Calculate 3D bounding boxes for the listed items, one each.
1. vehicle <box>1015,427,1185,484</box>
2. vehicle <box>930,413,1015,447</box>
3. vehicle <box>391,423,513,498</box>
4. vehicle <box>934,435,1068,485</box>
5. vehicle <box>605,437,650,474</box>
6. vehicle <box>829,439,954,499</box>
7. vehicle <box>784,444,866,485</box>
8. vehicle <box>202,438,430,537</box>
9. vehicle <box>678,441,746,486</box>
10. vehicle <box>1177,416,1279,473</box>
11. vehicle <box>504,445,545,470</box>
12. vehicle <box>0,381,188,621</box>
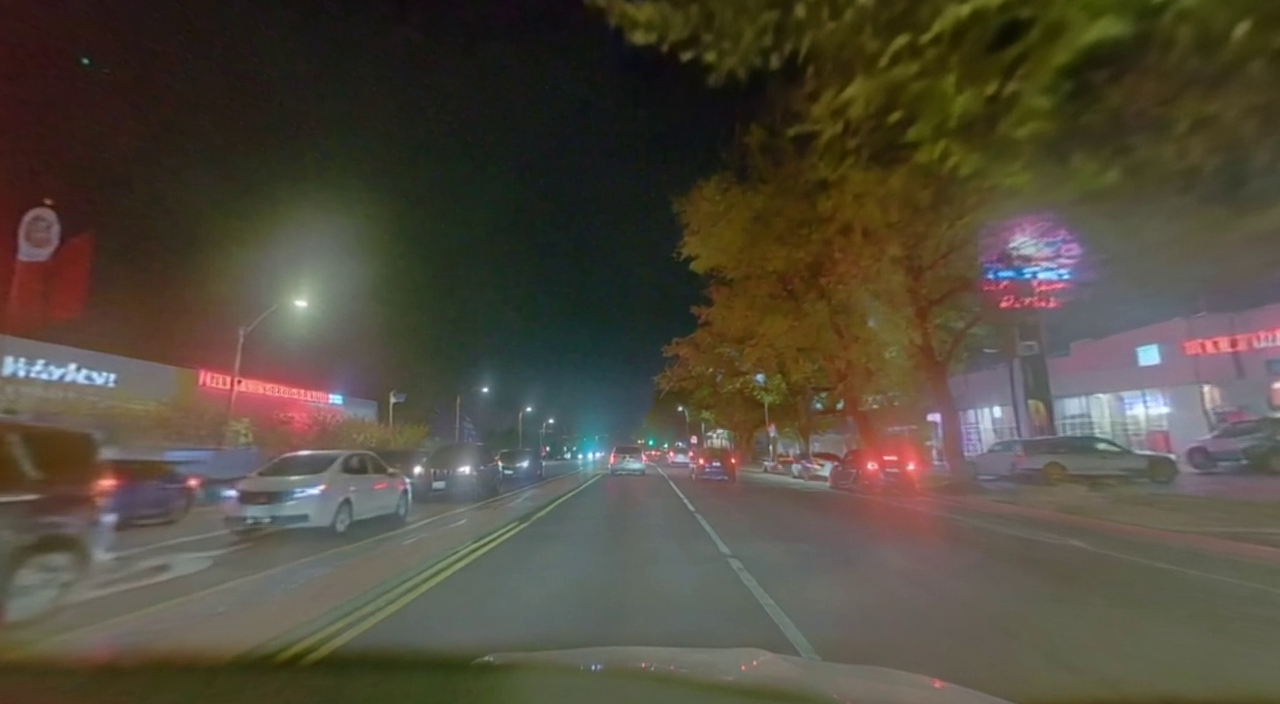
[{"bbox_3d":[15.442,3.504,21.626,2.007,1.642,5.001,-2,-8,-1],"label":"vehicle"},{"bbox_3d":[15.752,3.804,30.152,1.793,1.505,4.557,-1,-9,3],"label":"vehicle"},{"bbox_3d":[-5.580,3.269,19.563,2.240,1.945,5.114,-1,-8,0],"label":"vehicle"},{"bbox_3d":[12.312,3.700,21.919,2.058,1.493,4.612,-2,-8,3],"label":"vehicle"},{"bbox_3d":[-0.631,5.628,34.382,2.301,1.837,4.411,0,-9,0],"label":"vehicle"},{"bbox_3d":[7.495,3.513,19.338,1.914,1.587,4.548,0,-8,0],"label":"vehicle"},{"bbox_3d":[7.284,4.448,25.344,1.831,1.475,4.924,-1,-8,1],"label":"vehicle"},{"bbox_3d":[-5.711,2.429,11.939,1.835,1.476,4.533,1,-9,1],"label":"vehicle"},{"bbox_3d":[2.632,4.189,23.966,2.046,1.540,3.883,0,-9,-1],"label":"vehicle"},{"bbox_3d":[21.199,3.082,21.294,1.967,1.751,4.275,-2,-8,-5],"label":"vehicle"},{"bbox_3d":[-8.391,7.711,46.125,2.097,1.707,4.506,0,-9,1],"label":"vehicle"},{"bbox_3d":[-5.821,1.041,4.125,2.242,1.740,4.659,-1,-8,0],"label":"vehicle"}]
